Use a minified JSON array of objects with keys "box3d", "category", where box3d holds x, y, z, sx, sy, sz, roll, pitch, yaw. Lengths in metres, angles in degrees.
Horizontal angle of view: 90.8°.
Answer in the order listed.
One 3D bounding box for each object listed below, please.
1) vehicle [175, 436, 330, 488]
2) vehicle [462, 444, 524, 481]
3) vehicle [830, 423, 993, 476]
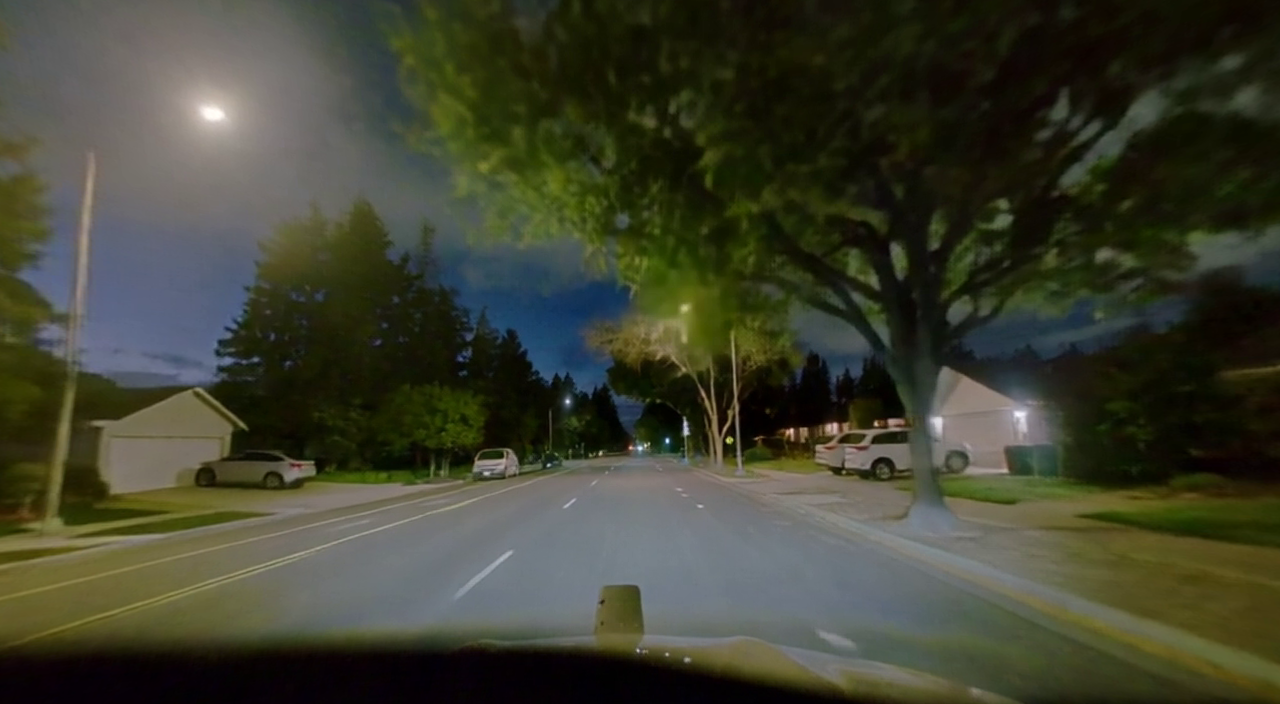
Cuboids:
[{"box3d":[-14.628,4.152,24.029,4.602,1.847,1.976,-1,-9,4],"category":"vehicle"},{"box3d":[-7.869,5.939,34.368,2.122,1.739,4.770,-4,-8,0],"category":"vehicle"},{"box3d":[8.996,3.272,21.238,4.535,1.697,1.968,0,-9,-1],"category":"vehicle"}]
